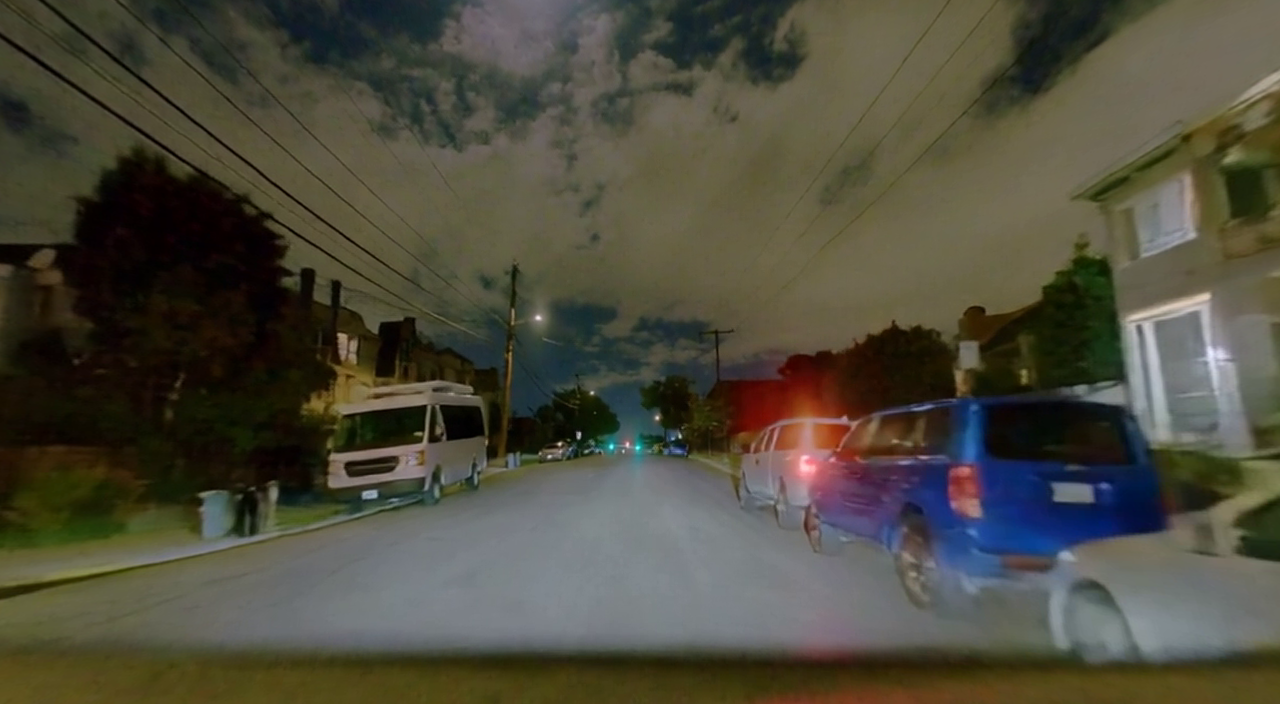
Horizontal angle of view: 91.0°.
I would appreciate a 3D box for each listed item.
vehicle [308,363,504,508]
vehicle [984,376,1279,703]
[{"bbox_3d":[-6.680,2.490,19.597,3.115,3.562,7.695,-1,-6,0],"label":"vehicle"},{"bbox_3d":[3.329,0.865,1.870,2.010,1.661,4.615,0,-9,0],"label":"vehicle"}]
